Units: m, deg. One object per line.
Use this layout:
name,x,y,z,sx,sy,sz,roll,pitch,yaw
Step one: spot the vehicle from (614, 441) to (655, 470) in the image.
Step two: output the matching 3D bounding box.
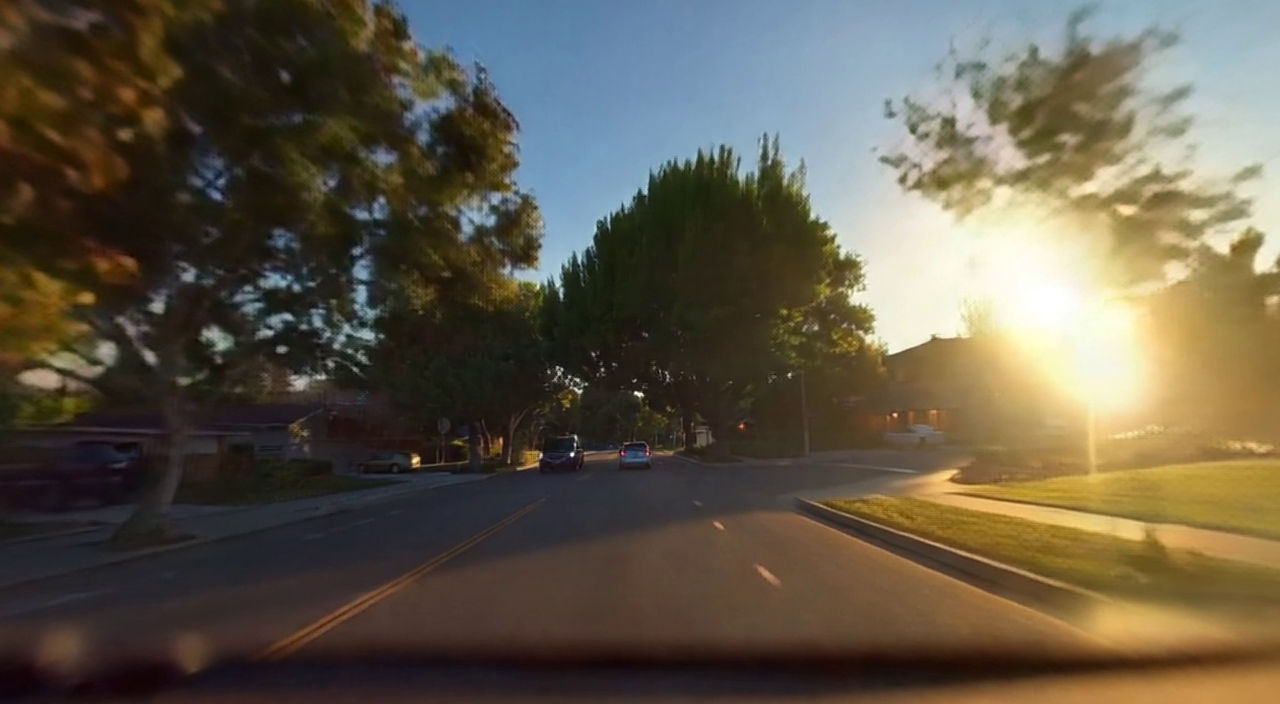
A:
vehicle,-0.291,5.605,34.412,2.098,1.483,4.099,0,-9,-1

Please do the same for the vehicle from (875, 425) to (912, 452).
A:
vehicle,16.931,5.732,42.252,1.979,1.434,4.607,-7,-7,21

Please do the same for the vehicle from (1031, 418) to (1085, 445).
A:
vehicle,25.327,4.780,38.388,1.603,1.430,3.662,-3,-6,15

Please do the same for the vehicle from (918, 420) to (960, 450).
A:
vehicle,19.542,5.373,41.442,2.114,1.677,4.707,-5,-6,22

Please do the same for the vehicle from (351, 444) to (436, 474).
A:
vehicle,-14.992,6.515,38.562,4.223,1.753,2.134,-1,-9,6

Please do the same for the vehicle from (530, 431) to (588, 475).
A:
vehicle,-4.459,5.662,35.602,2.451,2.182,5.485,-2,-9,0
